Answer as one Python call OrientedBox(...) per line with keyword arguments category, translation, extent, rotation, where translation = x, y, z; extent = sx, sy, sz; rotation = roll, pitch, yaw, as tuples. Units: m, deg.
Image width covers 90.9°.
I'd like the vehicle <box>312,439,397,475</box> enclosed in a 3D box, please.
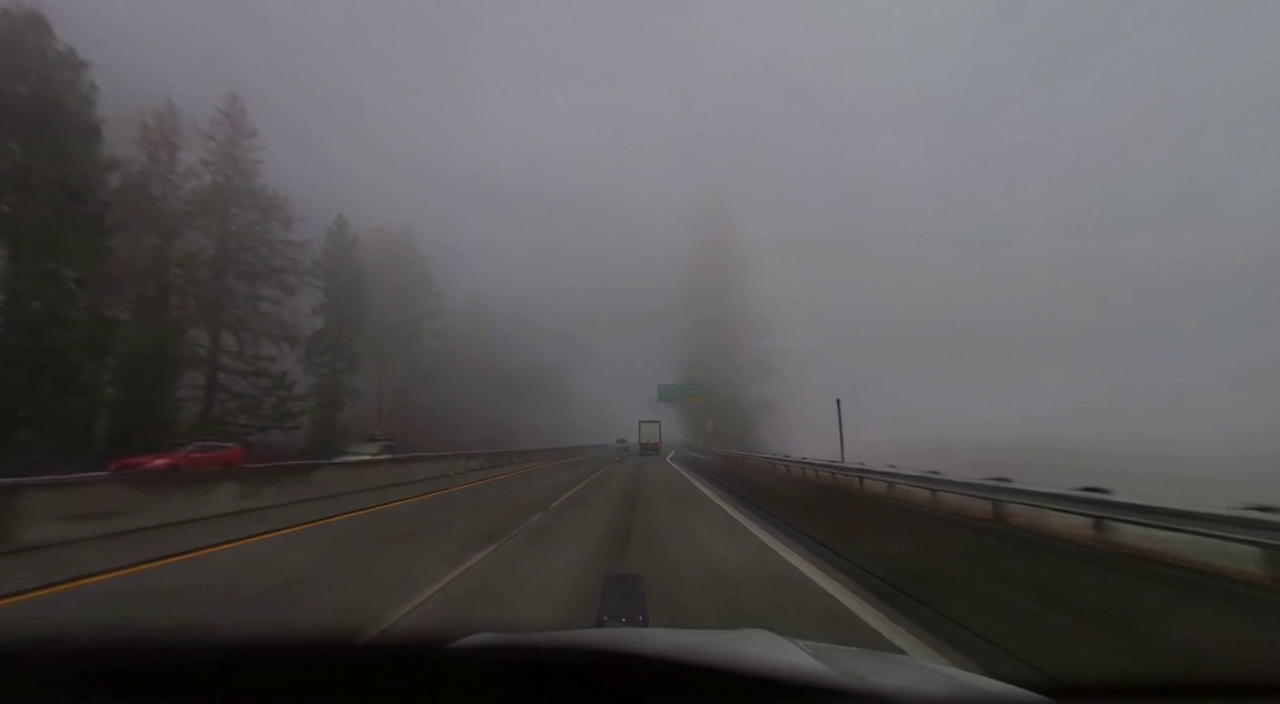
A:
OrientedBox(category="vehicle", translation=(-13.915, 5.130, 31.043), extent=(2.090, 1.639, 4.451), rotation=(0, -8, 0))
